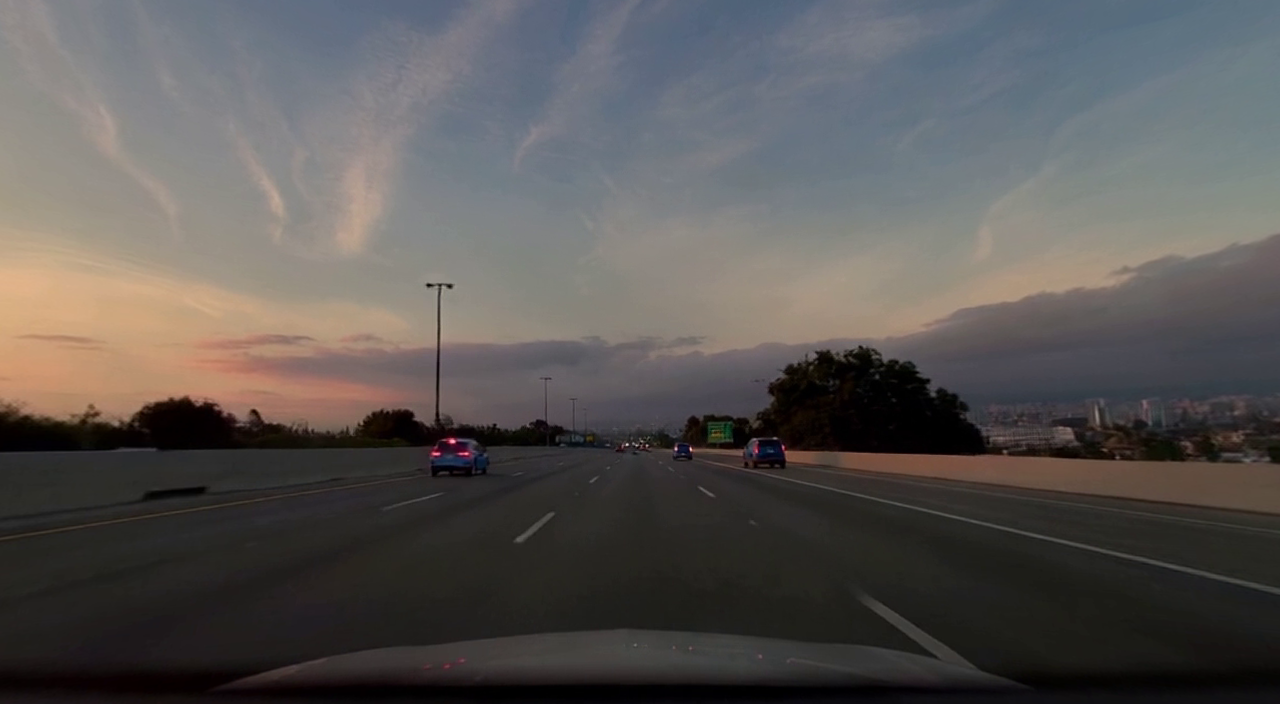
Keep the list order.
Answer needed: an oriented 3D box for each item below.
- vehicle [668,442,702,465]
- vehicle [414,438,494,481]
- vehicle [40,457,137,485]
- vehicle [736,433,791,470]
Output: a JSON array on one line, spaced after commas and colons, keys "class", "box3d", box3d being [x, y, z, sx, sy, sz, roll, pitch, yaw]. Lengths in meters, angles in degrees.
[{"class": "vehicle", "box3d": [3.150, 7.202, 44.937, 2.000, 1.533, 3.770, 0, -8, -1]}, {"class": "vehicle", "box3d": [-8.073, 4.680, 27.986, 2.083, 1.696, 5.464, 1, -8, -2]}, {"class": "vehicle", "box3d": [-32.709, 7.022, 37.633, 1.855, 1.466, 4.350, 0, -8, 0]}, {"class": "vehicle", "box3d": [6.863, 5.594, 35.701, 2.065, 1.953, 4.605, 0, -8, -1]}]
